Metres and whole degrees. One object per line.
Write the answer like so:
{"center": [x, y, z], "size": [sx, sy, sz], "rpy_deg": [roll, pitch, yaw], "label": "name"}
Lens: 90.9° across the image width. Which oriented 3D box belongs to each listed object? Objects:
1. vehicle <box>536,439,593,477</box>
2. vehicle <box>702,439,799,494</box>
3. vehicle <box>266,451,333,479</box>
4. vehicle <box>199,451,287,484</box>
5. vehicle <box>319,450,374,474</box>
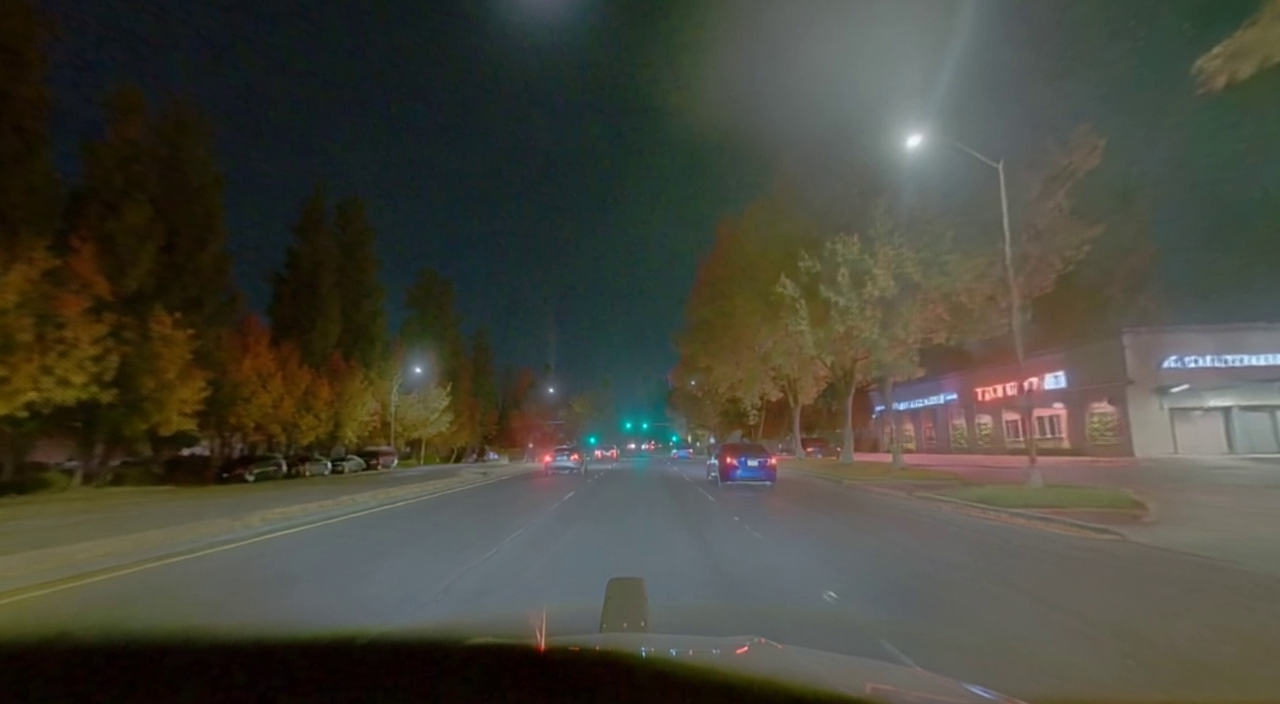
{"center": [-3.409, 4.888, 29.332], "size": [2.113, 1.626, 4.129], "rpy_deg": [0, -8, 1], "label": "vehicle"}
{"center": [3.173, 3.391, 19.103], "size": [2.083, 1.474, 4.360], "rpy_deg": [0, -8, -1], "label": "vehicle"}
{"center": [-22.372, 7.424, 41.622], "size": [1.794, 1.664, 4.582], "rpy_deg": [0, -8, 1], "label": "vehicle"}
{"center": [-22.511, 6.549, 35.958], "size": [1.918, 1.698, 4.581], "rpy_deg": [0, -8, 1], "label": "vehicle"}
{"center": [-22.266, 8.360, 48.003], "size": [1.887, 1.669, 4.753], "rpy_deg": [0, -8, 1], "label": "vehicle"}
